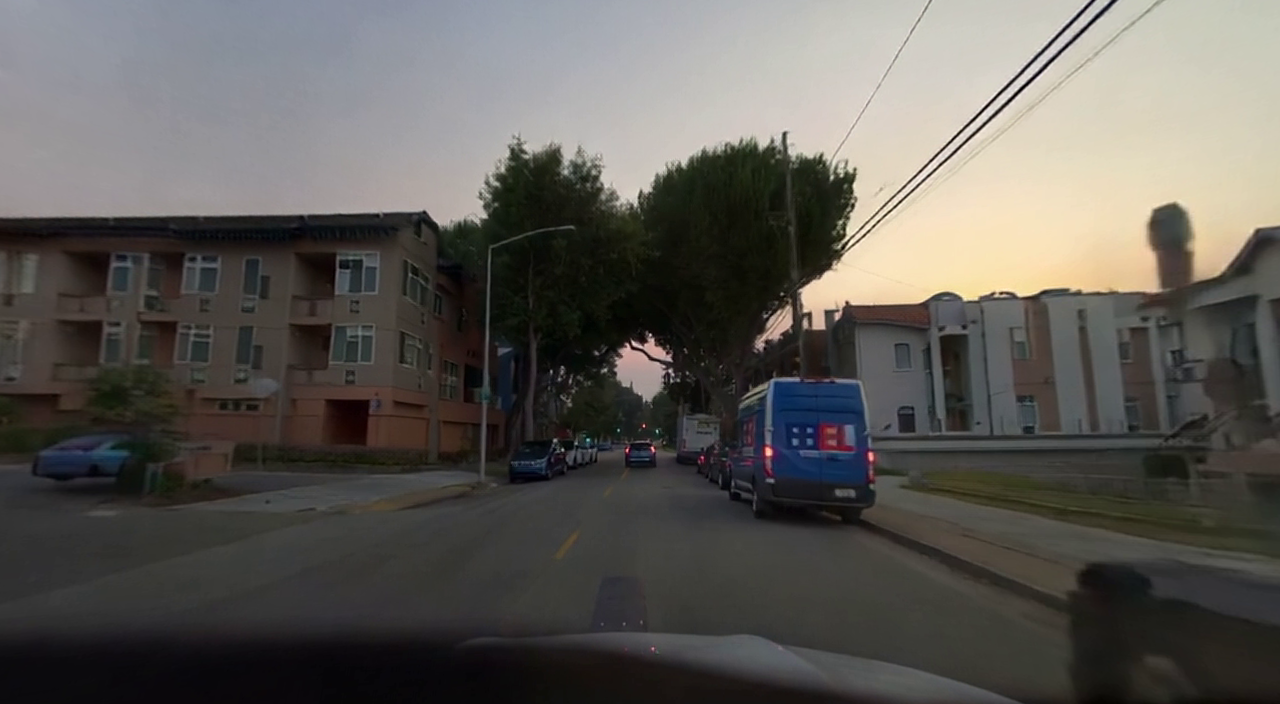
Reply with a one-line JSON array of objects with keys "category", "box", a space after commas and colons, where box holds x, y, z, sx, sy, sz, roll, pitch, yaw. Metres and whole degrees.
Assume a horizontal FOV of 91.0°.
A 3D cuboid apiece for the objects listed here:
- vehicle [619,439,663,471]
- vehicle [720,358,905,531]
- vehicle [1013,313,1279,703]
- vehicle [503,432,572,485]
[{"category": "vehicle", "box": [0.087, 5.096, 31.310, 2.095, 1.510, 3.605, 0, -8, 1]}, {"category": "vehicle", "box": [3.204, 1.922, 13.323, 2.245, 2.843, 5.762, 0, -8, 0]}, {"category": "vehicle", "box": [2.842, 0.613, 0.749, 2.045, 1.728, 4.446, 0, -8, 0]}, {"category": "vehicle", "box": [-3.910, 4.088, 24.705, 1.951, 1.662, 4.046, 0, -4, 1]}]
